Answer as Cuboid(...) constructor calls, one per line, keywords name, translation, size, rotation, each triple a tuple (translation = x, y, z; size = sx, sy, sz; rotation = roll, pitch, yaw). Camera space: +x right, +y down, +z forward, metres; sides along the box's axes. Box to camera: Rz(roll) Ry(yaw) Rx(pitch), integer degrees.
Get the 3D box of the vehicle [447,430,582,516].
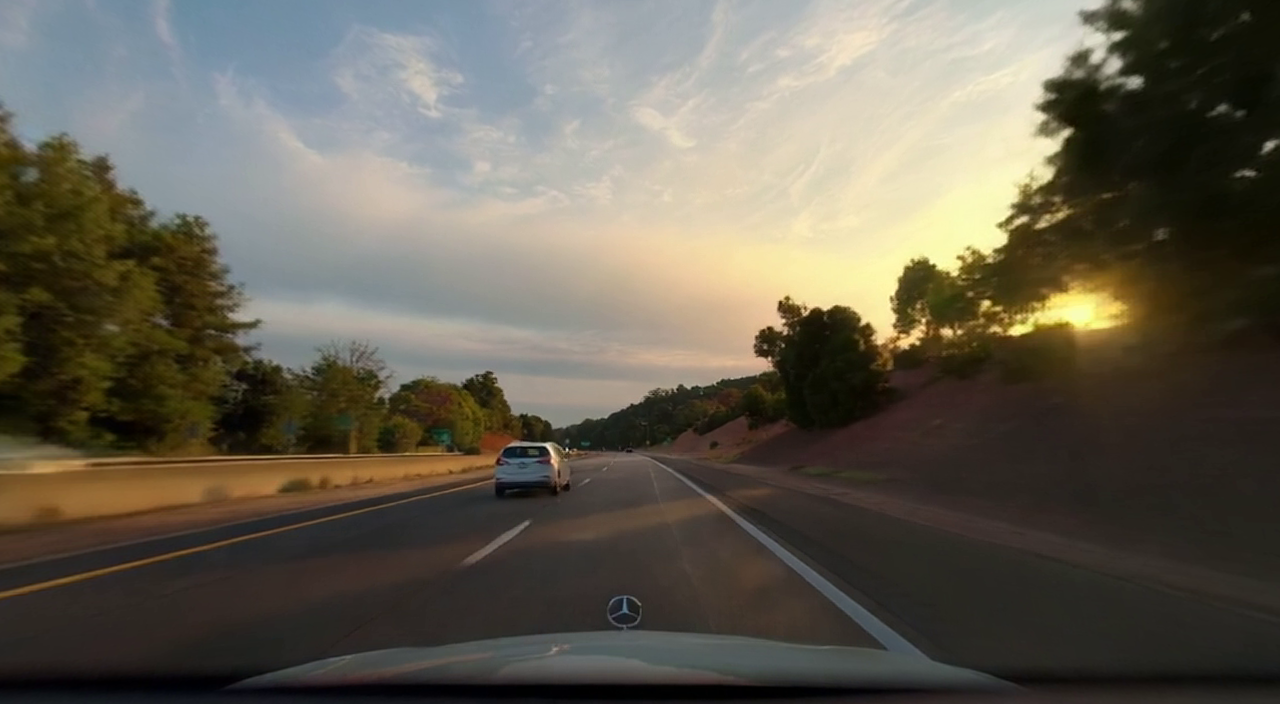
Cuboid(name="vehicle", translation=(-2.714, 2.737, 14.870), size=(2.135, 1.686, 4.517), rotation=(0, -8, 2))
